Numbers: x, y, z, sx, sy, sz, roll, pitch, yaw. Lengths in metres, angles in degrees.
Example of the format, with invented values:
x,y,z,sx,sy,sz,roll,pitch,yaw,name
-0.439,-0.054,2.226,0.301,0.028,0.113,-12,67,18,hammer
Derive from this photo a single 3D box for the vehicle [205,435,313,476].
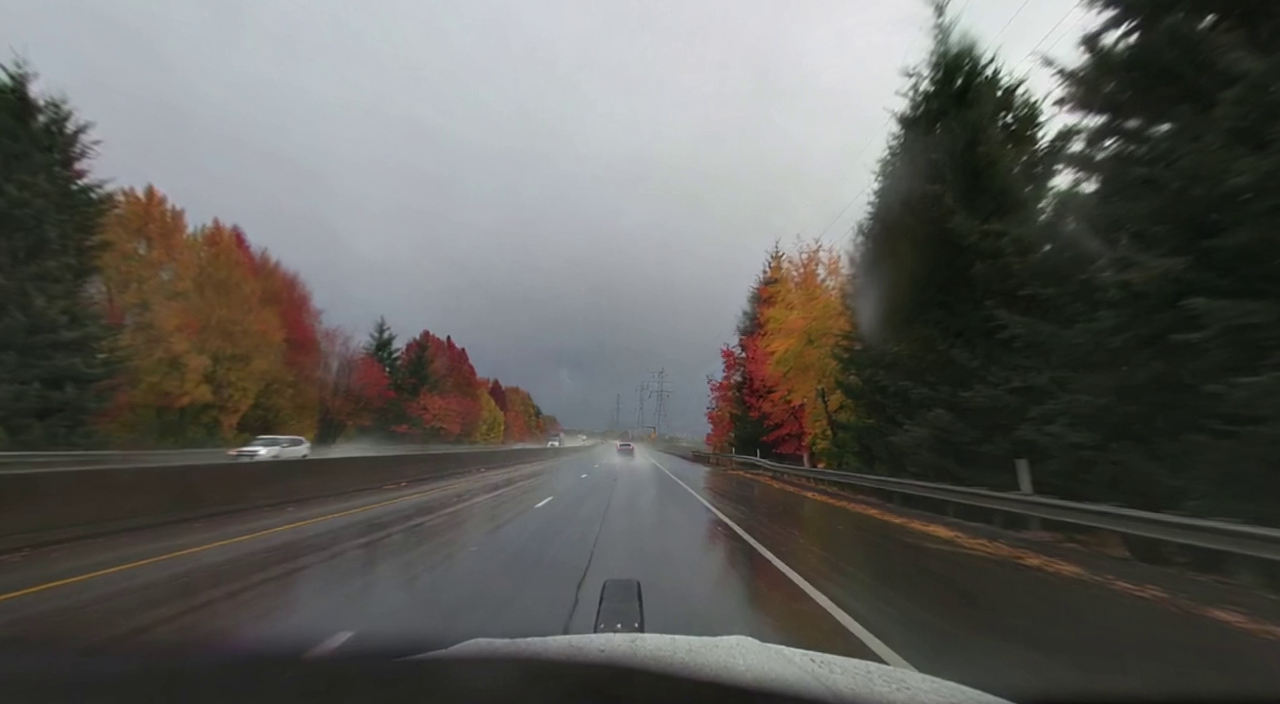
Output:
x,y,z,sx,sy,sz,roll,pitch,yaw,name
-15.569,4.236,25.896,1.884,1.532,4.114,0,-9,0,vehicle
